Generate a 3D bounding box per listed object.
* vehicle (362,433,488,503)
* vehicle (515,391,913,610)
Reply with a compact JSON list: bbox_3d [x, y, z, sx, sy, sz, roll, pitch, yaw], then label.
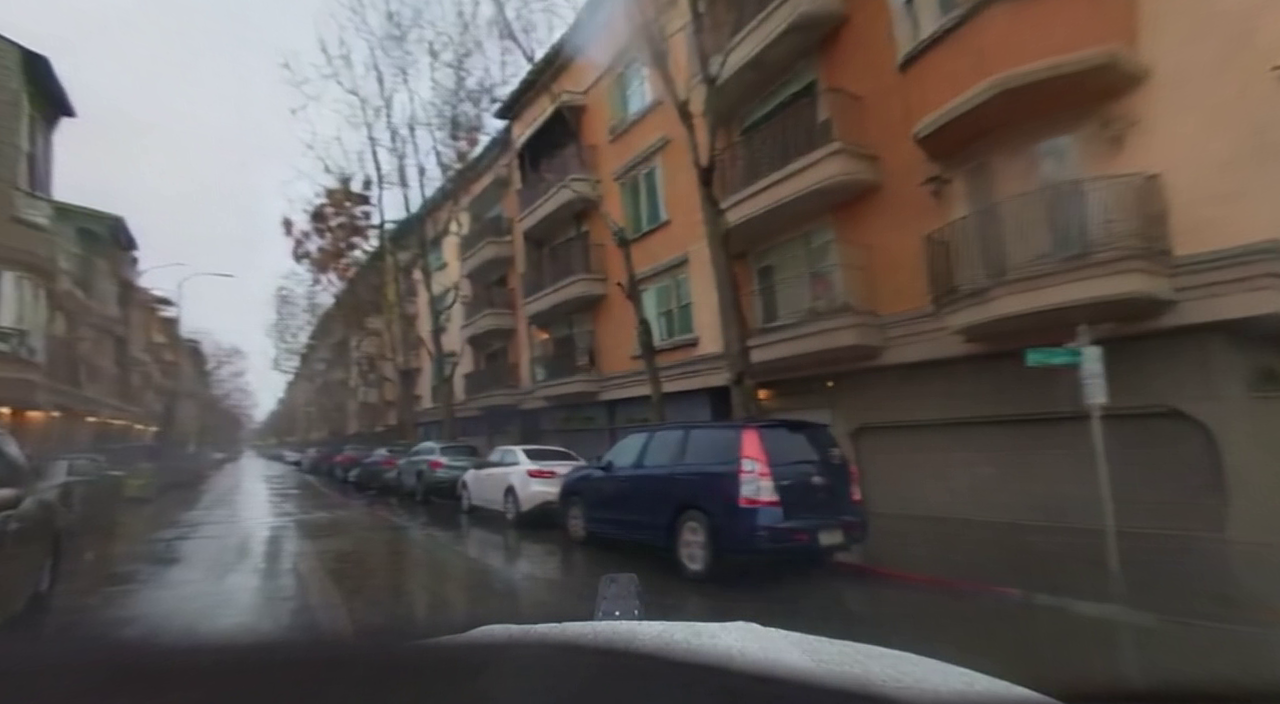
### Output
[{"bbox_3d":[-5.965,3.028,17.122,1.968,1.595,4.543,5,-9,-35],"label":"vehicle"},{"bbox_3d":[0.394,1.447,7.297,2.025,1.631,4.679,5,-9,-32],"label":"vehicle"}]
